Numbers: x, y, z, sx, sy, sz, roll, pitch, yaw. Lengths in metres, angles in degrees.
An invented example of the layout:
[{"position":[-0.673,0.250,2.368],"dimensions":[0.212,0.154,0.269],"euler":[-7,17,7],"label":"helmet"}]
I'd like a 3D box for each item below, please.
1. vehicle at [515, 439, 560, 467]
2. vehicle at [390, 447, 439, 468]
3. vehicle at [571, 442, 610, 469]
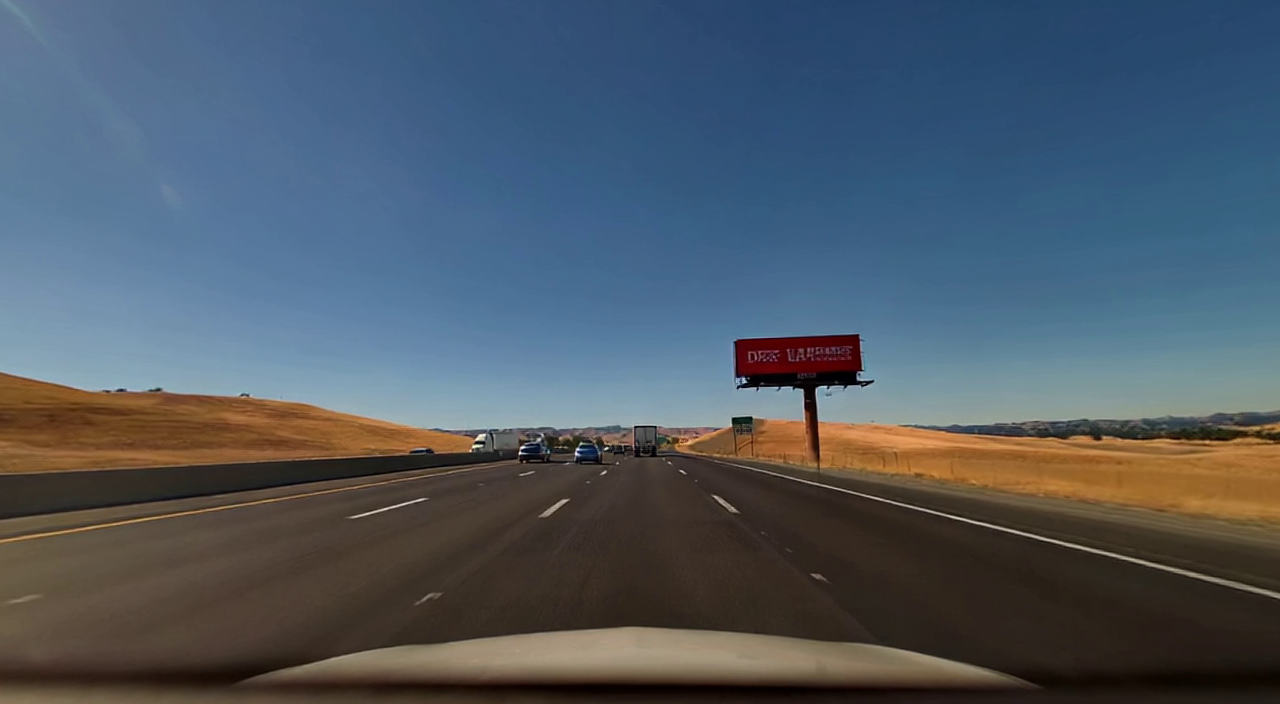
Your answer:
[{"position":[-6.645,6.593,41.429],"dimensions":[2.062,1.708,4.458],"euler":[0,-8,1],"label":"vehicle"},{"position":[-17.075,7.985,47.999],"dimensions":[1.949,1.507,4.826],"euler":[0,-8,1],"label":"vehicle"},{"position":[-2.965,6.351,38.998],"dimensions":[2.042,1.532,4.396],"euler":[0,-8,0],"label":"vehicle"}]
